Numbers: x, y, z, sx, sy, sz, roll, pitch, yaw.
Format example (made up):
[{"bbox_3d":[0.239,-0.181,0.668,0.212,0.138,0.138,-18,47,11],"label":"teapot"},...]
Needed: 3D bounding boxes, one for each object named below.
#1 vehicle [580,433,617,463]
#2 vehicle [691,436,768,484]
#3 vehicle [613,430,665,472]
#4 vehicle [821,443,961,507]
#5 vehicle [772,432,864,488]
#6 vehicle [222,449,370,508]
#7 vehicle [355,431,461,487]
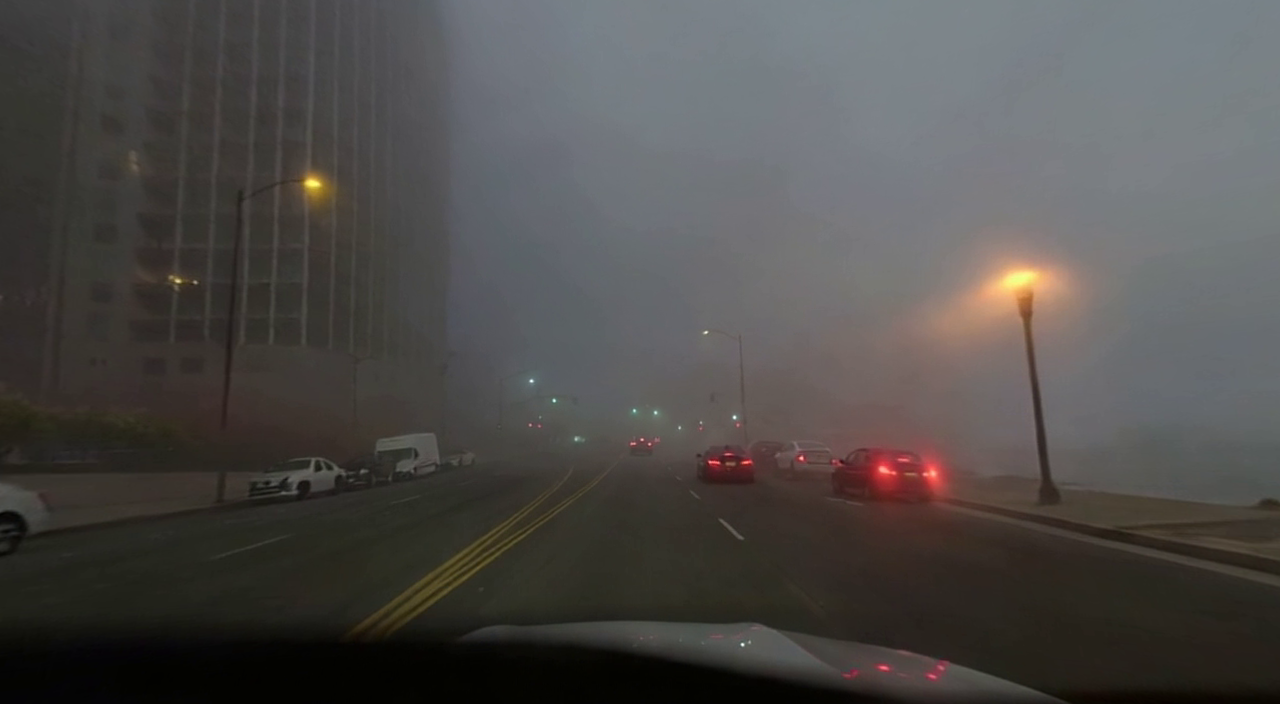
[{"bbox_3d":[-2.718,6.475,42.603,2.180,1.879,4.452,0,-8,1],"label":"vehicle"},{"bbox_3d":[3.010,3.724,22.077,1.999,1.487,3.939,0,-8,-2],"label":"vehicle"},{"bbox_3d":[-0.060,4.641,29.695,2.264,1.798,4.258,0,-8,0],"label":"vehicle"},{"bbox_3d":[6.424,3.161,16.772,1.819,1.435,4.337,0,-8,-1],"label":"vehicle"},{"bbox_3d":[6.256,3.855,22.823,1.886,1.792,4.525,0,-8,-1],"label":"vehicle"},{"bbox_3d":[-9.971,3.649,18.841,1.804,1.478,4.734,0,-8,0],"label":"vehicle"},{"bbox_3d":[-10.070,4.775,28.049,2.294,1.948,6.025,-6,-10,0],"label":"vehicle"}]
